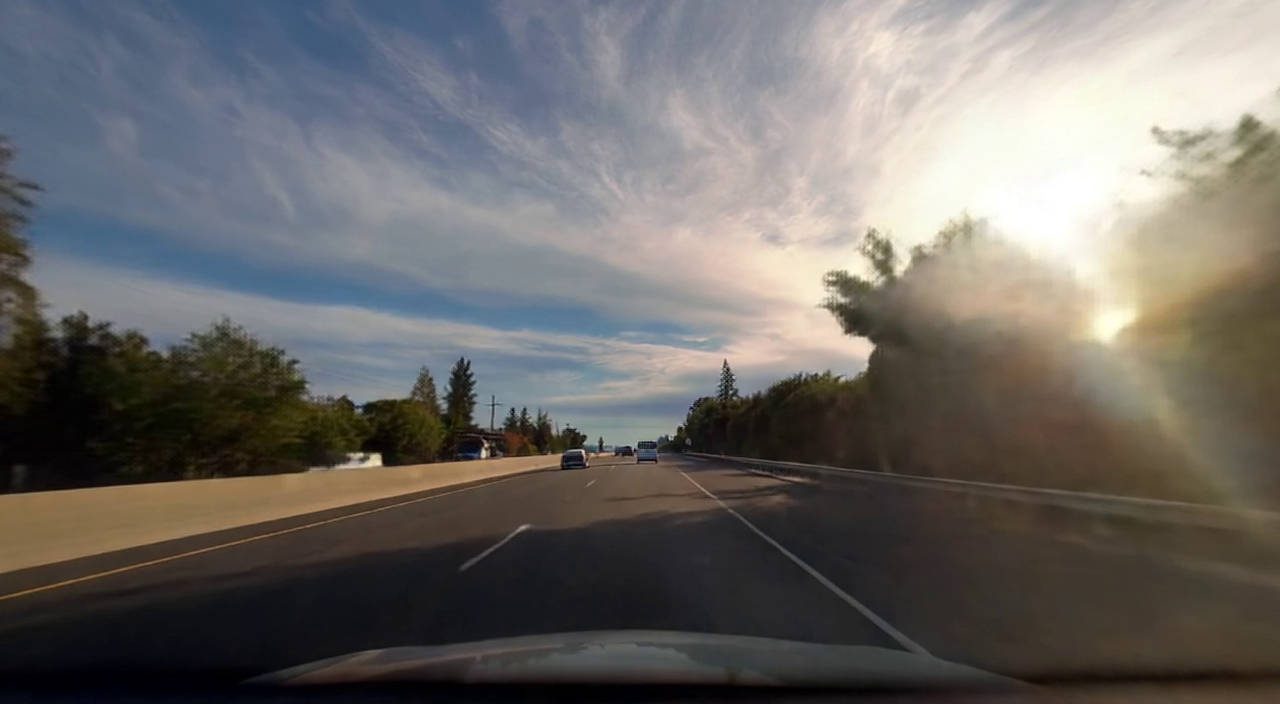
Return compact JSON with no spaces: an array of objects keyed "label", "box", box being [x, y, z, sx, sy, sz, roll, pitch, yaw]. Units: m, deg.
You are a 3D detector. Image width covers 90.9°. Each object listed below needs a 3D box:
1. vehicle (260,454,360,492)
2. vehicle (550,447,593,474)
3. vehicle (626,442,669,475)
[{"label":"vehicle","box":[-14.273,5.240,27.555,2.076,1.493,4.106,0,-9,2]},{"label":"vehicle","box":[-3.869,6.246,36.388,1.998,1.460,4.422,0,-9,0]},{"label":"vehicle","box":[0.388,5.733,34.082,2.172,1.687,3.929,0,-9,0]}]
